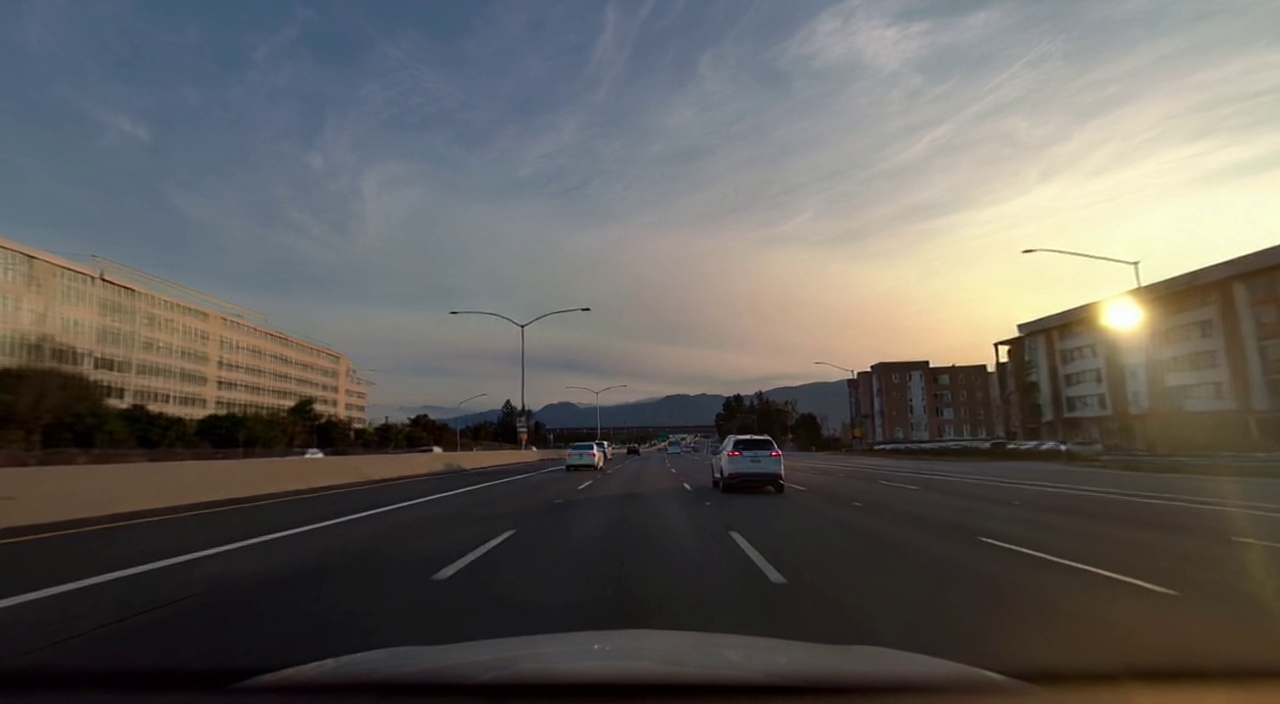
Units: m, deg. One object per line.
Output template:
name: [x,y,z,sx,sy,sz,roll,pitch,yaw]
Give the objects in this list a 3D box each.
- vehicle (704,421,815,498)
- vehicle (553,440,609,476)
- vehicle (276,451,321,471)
vehicle: [3.166,2.990,17.843,2.148,1.852,4.835,0,-8,0]
vehicle: [-2.714,5.003,30.069,2.080,1.542,4.718,-1,-8,2]
vehicle: [-25.497,8.140,47.194,1.457,1.336,3.298,-1,-8,1]
